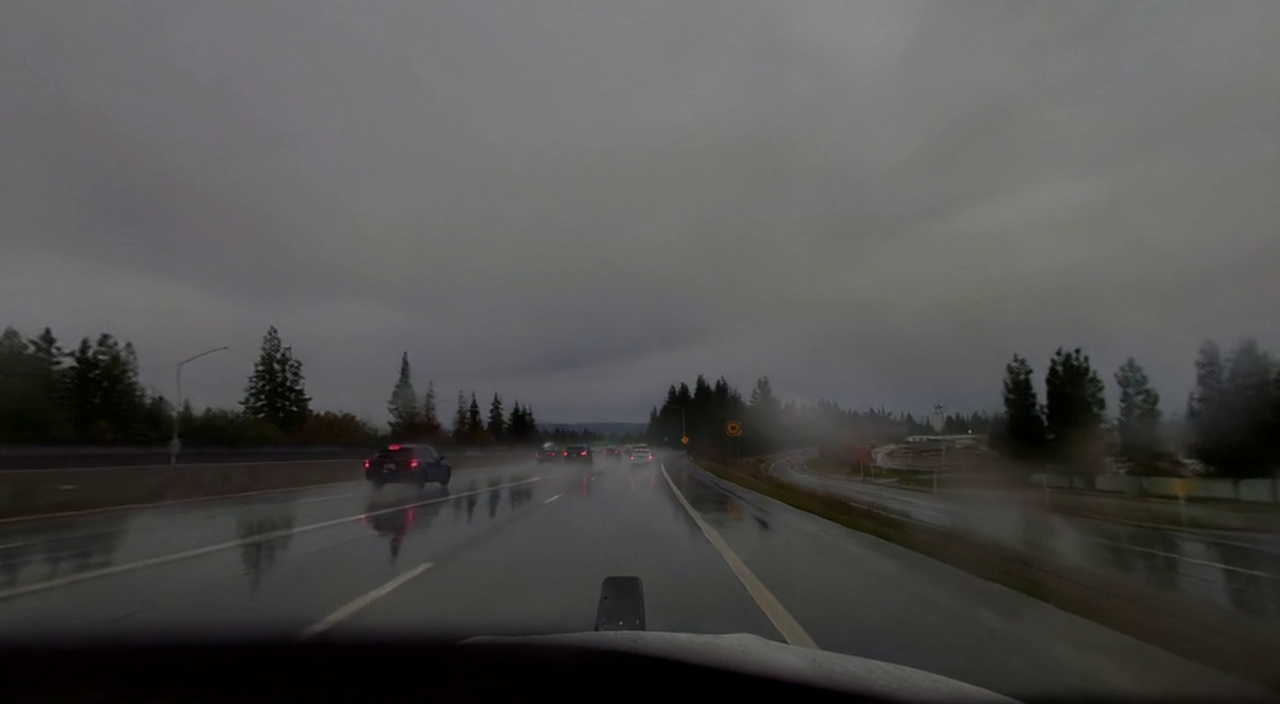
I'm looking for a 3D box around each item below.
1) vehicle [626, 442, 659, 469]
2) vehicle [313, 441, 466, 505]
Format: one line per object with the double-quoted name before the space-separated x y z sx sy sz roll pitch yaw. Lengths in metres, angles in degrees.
"vehicle" 0.260 7.265 44.579 2.179 1.742 4.396 -1 -8 2
"vehicle" -6.881 3.357 18.119 2.102 1.562 4.884 -1 -8 4
